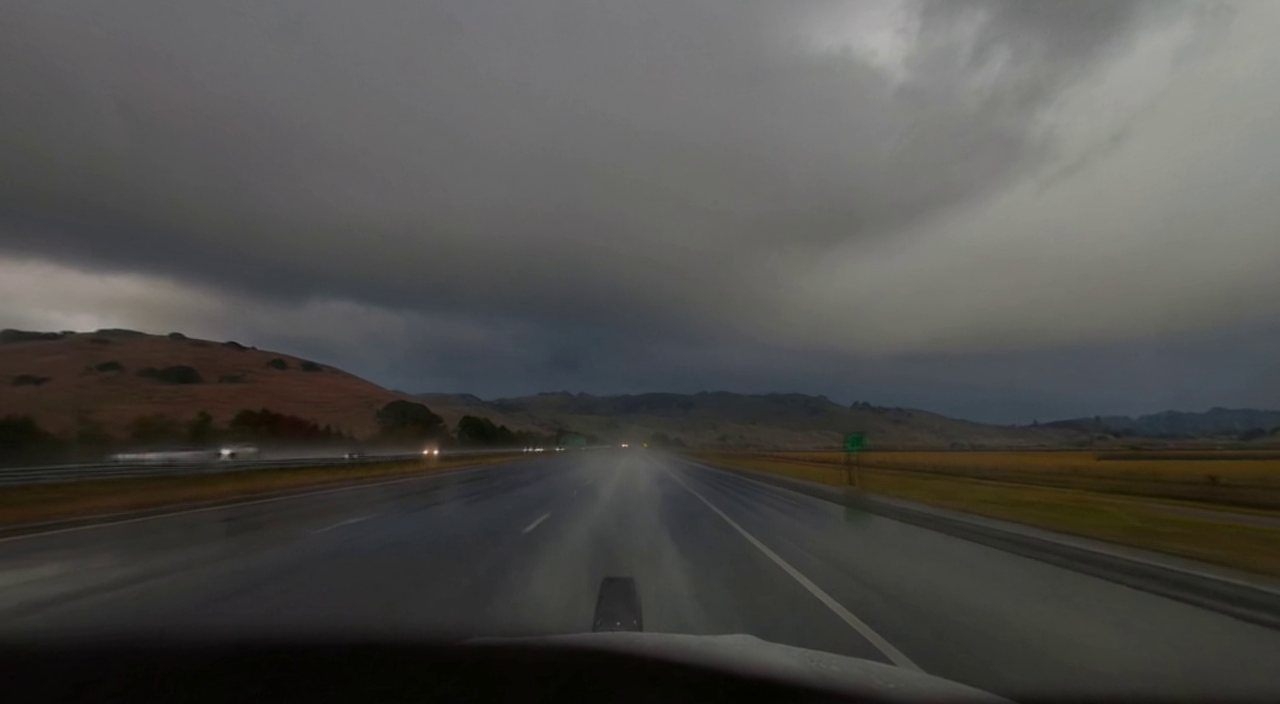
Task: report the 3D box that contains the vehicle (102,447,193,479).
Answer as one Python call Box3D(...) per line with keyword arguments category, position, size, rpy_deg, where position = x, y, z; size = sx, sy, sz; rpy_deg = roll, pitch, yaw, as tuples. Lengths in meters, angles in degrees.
Box3D(category="vehicle", position=(-32.232, 7.238, 41.546), size=(1.940, 1.896, 4.941), rpy_deg=(0, -8, 0))
